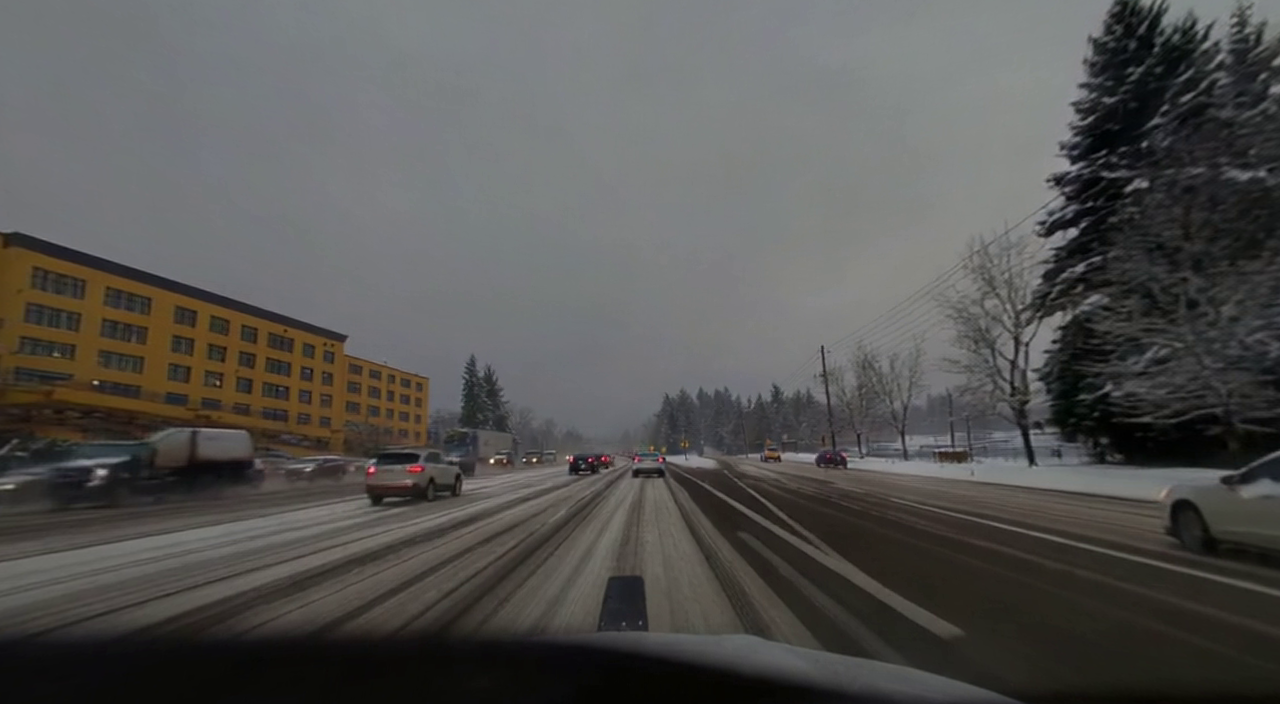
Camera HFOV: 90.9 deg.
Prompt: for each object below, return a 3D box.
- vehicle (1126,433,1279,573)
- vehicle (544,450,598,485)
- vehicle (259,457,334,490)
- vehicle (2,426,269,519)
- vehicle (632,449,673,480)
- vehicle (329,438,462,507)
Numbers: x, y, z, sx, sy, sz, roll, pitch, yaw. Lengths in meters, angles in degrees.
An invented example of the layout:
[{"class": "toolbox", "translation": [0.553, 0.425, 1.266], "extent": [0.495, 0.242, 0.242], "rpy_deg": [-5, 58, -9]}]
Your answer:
[{"class": "vehicle", "translation": [7.816, 1.595, 6.656], "extent": [1.966, 1.484, 4.610], "rpy_deg": [-1, -9, 5]}, {"class": "vehicle", "translation": [-3.344, 5.668, 31.337], "extent": [2.059, 1.508, 4.662], "rpy_deg": [-1, -8, 1]}, {"class": "vehicle", "translation": [-20.074, 7.088, 37.119], "extent": [1.853, 1.671, 4.525], "rpy_deg": [-1, -8, 1]}, {"class": "vehicle", "translation": [-12.698, 3.057, 16.681], "extent": [2.133, 1.970, 5.950], "rpy_deg": [-1, -8, 0]}, {"class": "vehicle", "translation": [0.663, 6.178, 34.792], "extent": [2.107, 1.538, 3.999], "rpy_deg": [-1, -8, 1]}, {"class": "vehicle", "translation": [-7.262, 3.600, 19.414], "extent": [2.106, 1.827, 4.814], "rpy_deg": [-1, -8, 1]}]
